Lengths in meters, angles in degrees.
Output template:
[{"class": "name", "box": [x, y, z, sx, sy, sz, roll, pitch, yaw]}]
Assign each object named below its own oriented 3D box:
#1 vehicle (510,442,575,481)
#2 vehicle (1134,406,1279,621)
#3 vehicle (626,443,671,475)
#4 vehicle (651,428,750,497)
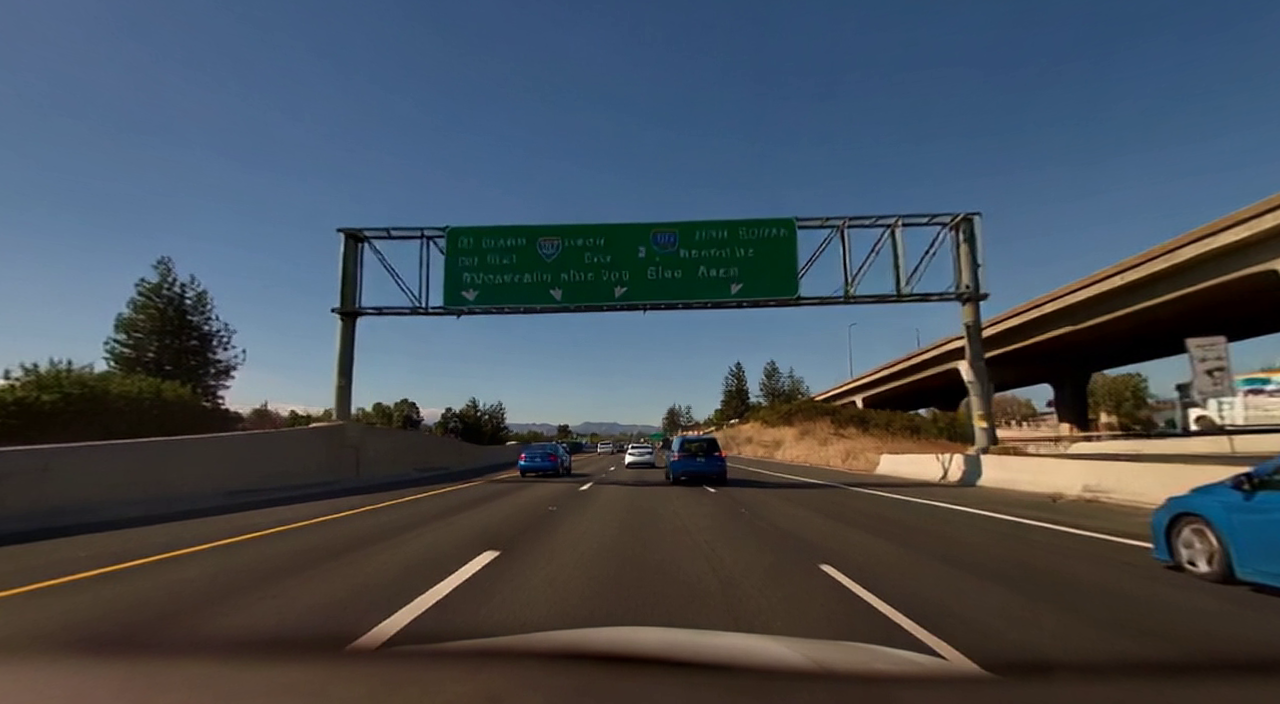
[{"class": "vehicle", "box": [-4.024, 4.593, 26.684, 2.031, 1.491, 4.145, 0, -9, 1]}, {"class": "vehicle", "box": [6.030, 1.136, 4.065, 2.055, 1.656, 4.370, 0, -9, -1]}, {"class": "vehicle", "box": [0.385, 5.278, 31.300, 2.089, 1.493, 3.964, 0, -9, 0]}, {"class": "vehicle", "box": [1.587, 3.131, 18.163, 2.202, 1.748, 4.158, 1, -9, -4]}]
